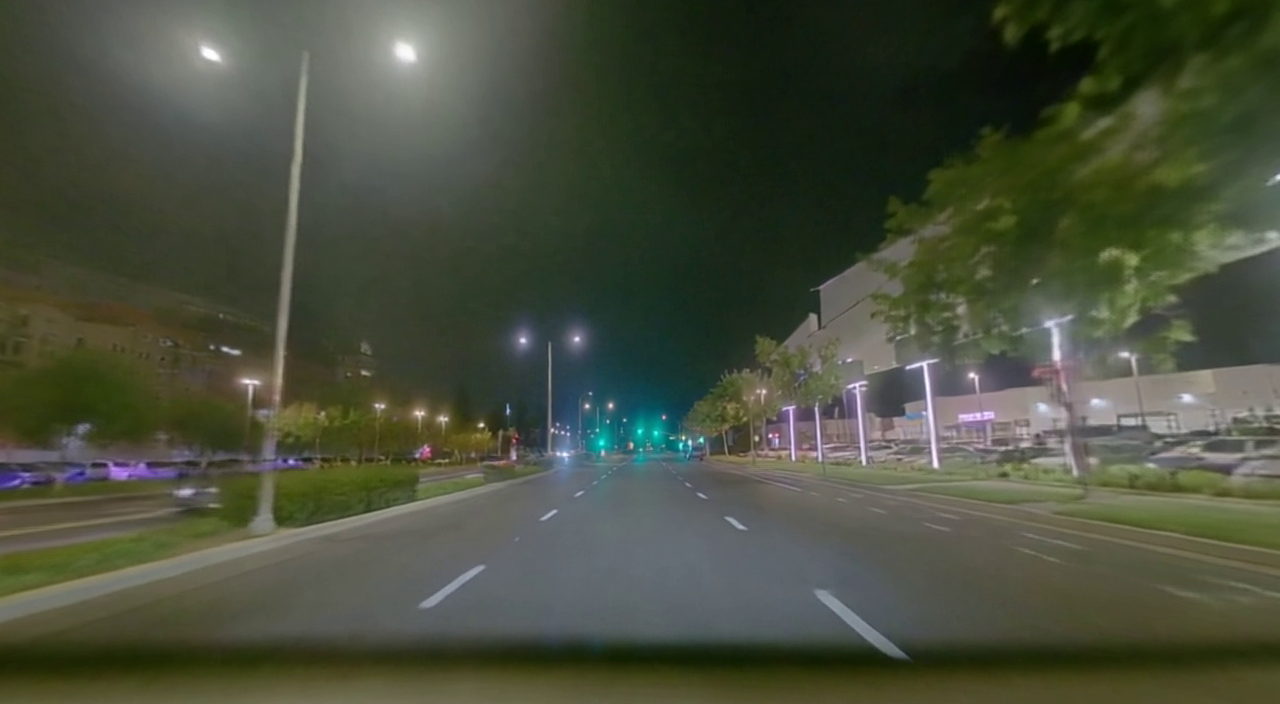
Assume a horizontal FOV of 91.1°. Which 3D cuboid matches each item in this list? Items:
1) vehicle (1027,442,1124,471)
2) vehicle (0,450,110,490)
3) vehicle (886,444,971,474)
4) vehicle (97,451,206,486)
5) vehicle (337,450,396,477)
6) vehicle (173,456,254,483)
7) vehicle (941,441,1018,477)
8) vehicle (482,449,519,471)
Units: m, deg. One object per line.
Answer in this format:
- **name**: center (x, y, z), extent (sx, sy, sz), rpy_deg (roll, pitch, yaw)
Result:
- **vehicle**: center (27.292, 6.567, 39.472), extent (4.478, 1.746, 2.159), rpy_deg (0, -8, 1)
- **vehicle**: center (-40.845, 8.092, 43.105), extent (6.078, 2.123, 2.373), rpy_deg (7, -4, -17)
- **vehicle**: center (16.758, 6.157, 36.424), extent (4.313, 1.584, 2.282), rpy_deg (5, -10, -29)
- **vehicle**: center (-29.610, 7.038, 38.093), extent (5.319, 1.985, 2.410), rpy_deg (-3, -9, 16)
- **vehicle**: center (-19.978, 8.147, 46.101), extent (2.218, 1.788, 4.604), rpy_deg (0, -9, 0)
- **vehicle**: center (-30.682, 8.416, 45.305), extent (4.584, 1.790, 1.858), rpy_deg (5, -10, -30)
- **vehicle**: center (18.754, 5.848, 34.642), extent (3.754, 1.844, 2.002), rpy_deg (5, -10, -32)
- **vehicle**: center (-9.992, 7.760, 45.294), extent (1.880, 1.461, 4.446), rpy_deg (0, -9, -3)
